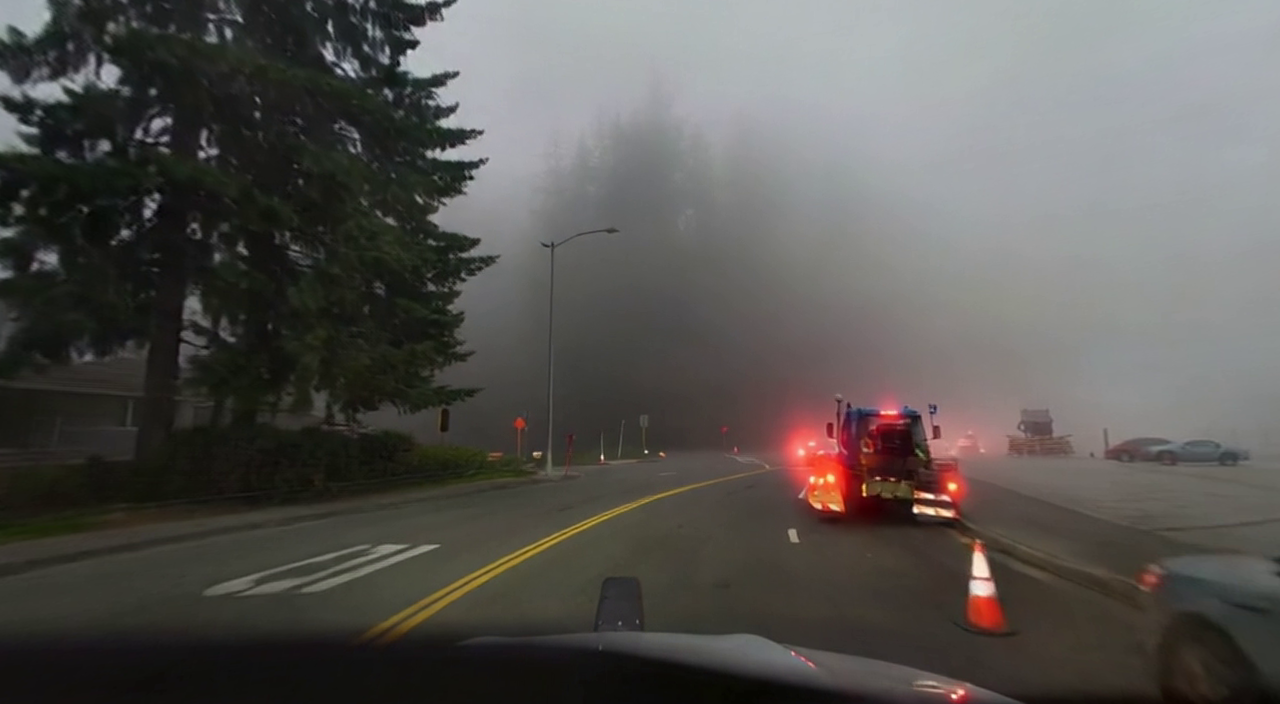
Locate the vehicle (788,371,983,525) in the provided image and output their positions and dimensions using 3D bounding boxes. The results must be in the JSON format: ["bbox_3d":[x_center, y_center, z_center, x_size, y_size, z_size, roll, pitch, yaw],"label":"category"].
[{"bbox_3d":[5.313,2.044,14.451,3.098,2.601,6.758,-3,-7,18],"label":"vehicle"}]

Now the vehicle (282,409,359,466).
[{"bbox_3d":[-14.654,3.918,29.074,2.665,2.465,1.532,4,-7,-13],"label":"vehicle"}]

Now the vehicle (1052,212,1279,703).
[{"bbox_3d":[3.261,0.587,1.955,1.913,2.241,3.024,0,-7,2],"label":"vehicle"}]
